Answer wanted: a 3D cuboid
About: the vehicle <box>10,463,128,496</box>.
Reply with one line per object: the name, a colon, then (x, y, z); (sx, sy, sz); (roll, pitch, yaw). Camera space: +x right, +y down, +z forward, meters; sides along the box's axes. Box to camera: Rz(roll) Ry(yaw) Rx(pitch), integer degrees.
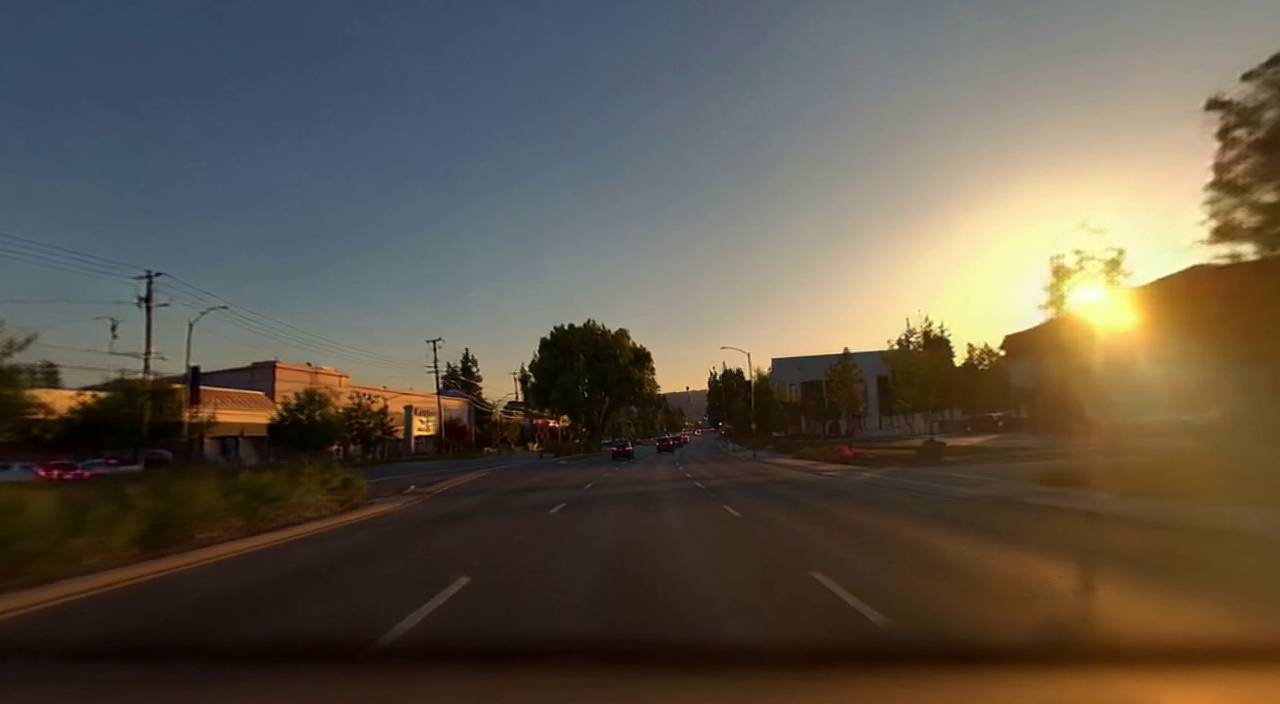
vehicle: (-30.278, 6.751, 33.708); (1.820, 1.467, 4.594); (-1, -8, 4)
